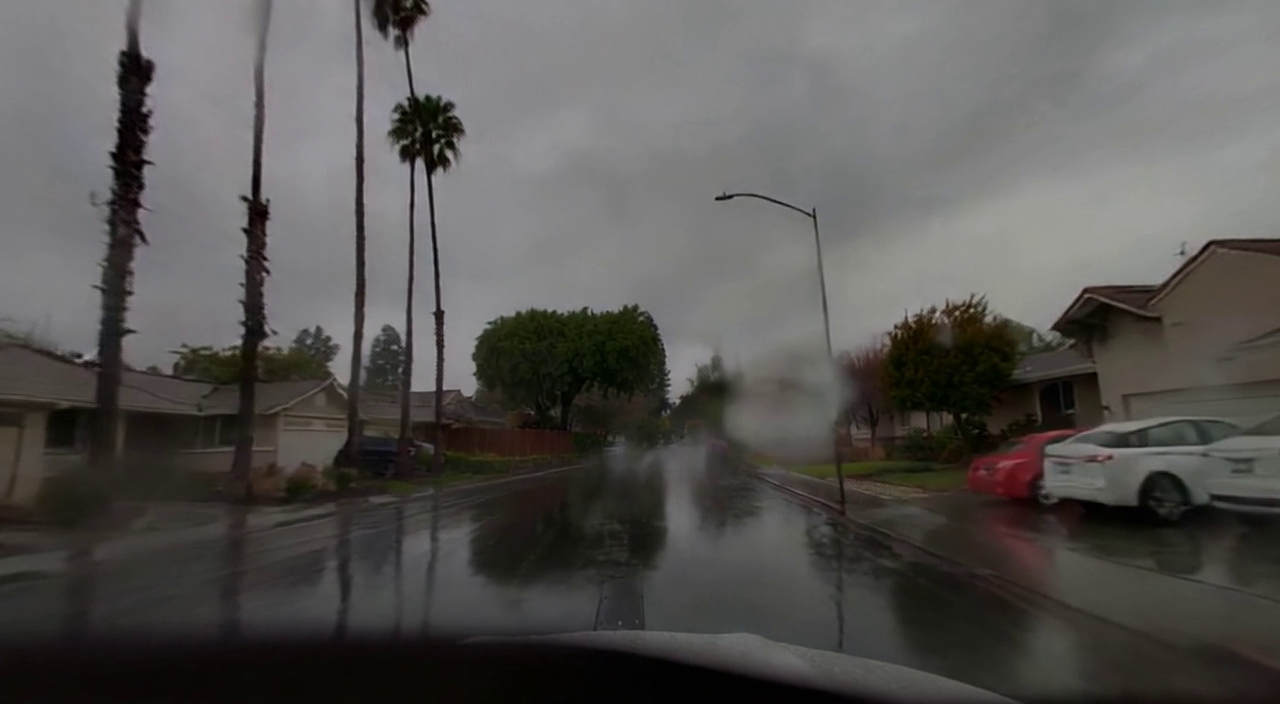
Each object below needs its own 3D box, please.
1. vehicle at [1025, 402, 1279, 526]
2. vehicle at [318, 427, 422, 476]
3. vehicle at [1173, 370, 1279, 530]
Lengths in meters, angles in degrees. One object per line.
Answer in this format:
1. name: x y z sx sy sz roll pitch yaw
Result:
1. vehicle: 9.418 1.821 10.556 4.606 1.818 2.054 1 -8 -5
2. vehicle: -12.689 4.741 29.786 3.918 1.719 1.988 -3 -21 0
3. vehicle: 10.184 1.241 8.026 5.050 1.896 2.041 1 -8 -5
